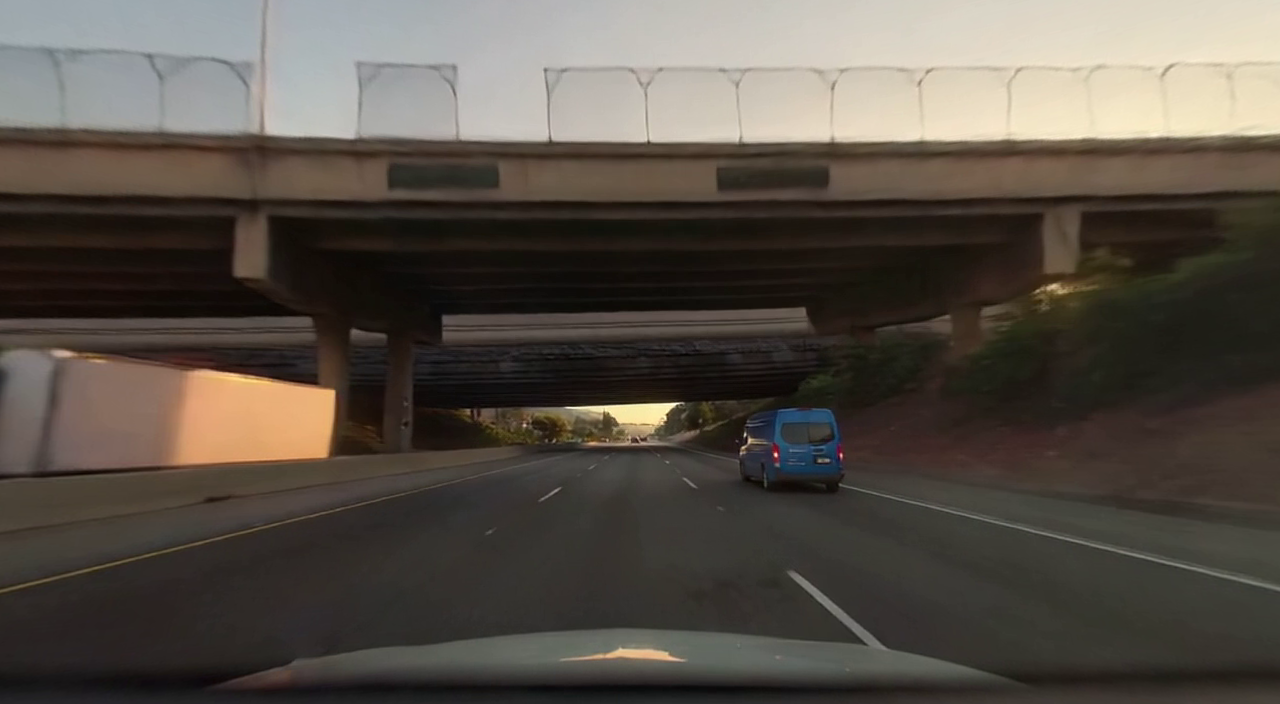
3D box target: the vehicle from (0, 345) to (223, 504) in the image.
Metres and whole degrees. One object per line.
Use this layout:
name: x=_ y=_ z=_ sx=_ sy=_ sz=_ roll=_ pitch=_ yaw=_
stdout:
vehicle: x=-17.144 y=2.198 z=18.298 sx=3.018 sy=3.854 sz=10.404 roll=0 pitch=-8 yaw=-1

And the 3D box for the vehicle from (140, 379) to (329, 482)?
vehicle: x=-17.263 y=3.520 z=27.787 sx=2.854 sy=3.820 sz=8.298 roll=0 pitch=-8 yaw=-1

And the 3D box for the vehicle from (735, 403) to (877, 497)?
vehicle: x=3.929 y=2.433 z=15.902 sx=2.161 sy=2.002 sz=4.631 roll=0 pitch=-8 yaw=-2
